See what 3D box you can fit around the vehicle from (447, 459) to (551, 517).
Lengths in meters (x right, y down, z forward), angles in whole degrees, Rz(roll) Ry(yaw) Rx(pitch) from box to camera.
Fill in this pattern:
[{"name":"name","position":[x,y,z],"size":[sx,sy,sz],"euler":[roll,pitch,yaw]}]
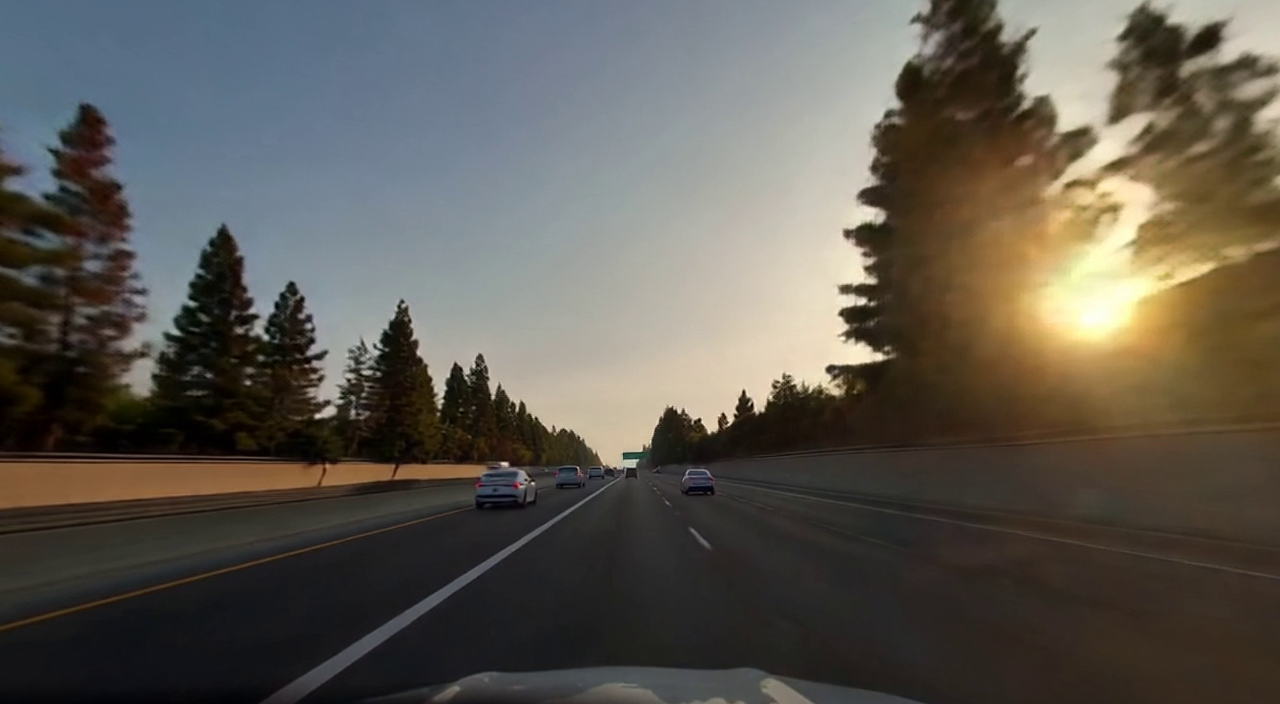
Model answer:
[{"name":"vehicle","position":[-4.059,4.037,19.040],"size":[2.004,1.468,4.812],"euler":[1,-11,0]}]

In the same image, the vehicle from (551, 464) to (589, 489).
[{"name":"vehicle","position":[-4.487,8.066,40.990],"size":[2.000,1.484,3.995],"euler":[1,-11,0]}]

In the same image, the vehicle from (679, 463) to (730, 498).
[{"name":"vehicle","position":[3.085,6.255,30.855],"size":[1.981,1.516,4.109],"euler":[1,-10,-1]}]
